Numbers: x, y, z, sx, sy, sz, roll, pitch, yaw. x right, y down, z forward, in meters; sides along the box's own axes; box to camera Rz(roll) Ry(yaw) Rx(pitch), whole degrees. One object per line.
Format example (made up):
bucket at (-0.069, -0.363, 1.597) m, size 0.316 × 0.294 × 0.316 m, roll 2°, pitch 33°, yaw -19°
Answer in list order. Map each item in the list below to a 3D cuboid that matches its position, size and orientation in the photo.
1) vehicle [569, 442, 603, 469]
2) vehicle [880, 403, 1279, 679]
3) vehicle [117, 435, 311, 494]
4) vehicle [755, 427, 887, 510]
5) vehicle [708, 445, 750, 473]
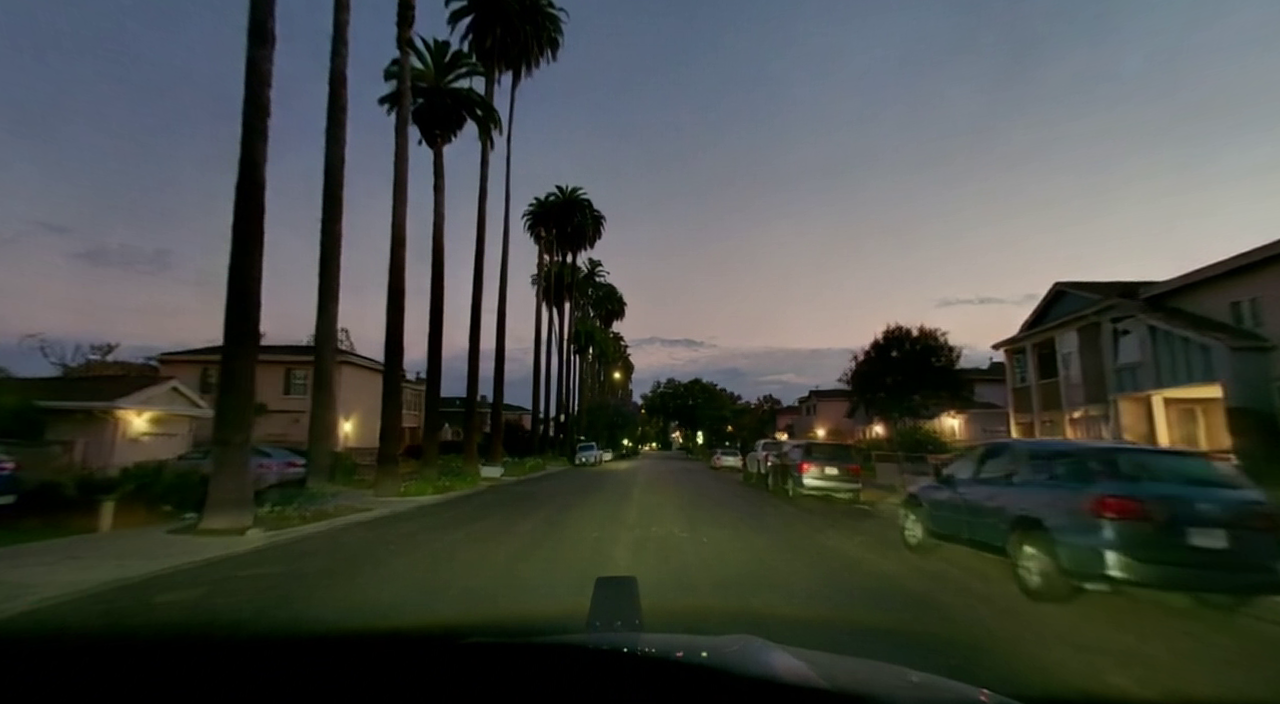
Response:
vehicle at (-3.973, 7.719, 47.316) m, size 2.149 × 1.877 × 5.082 m, roll -2°, pitch -9°, yaw -1°
vehicle at (4.373, 1.588, 6.507) m, size 1.971 × 1.663 × 5.076 m, roll 3°, pitch -9°, yaw 2°
vehicle at (-12.837, 3.386, 19.257) m, size 4.448 × 1.679 × 1.972 m, roll 0°, pitch -9°, yaw 2°
vehicle at (4.525, 3.002, 16.770) m, size 2.166 × 1.766 × 5.186 m, roll 1°, pitch -9°, yaw 2°
vehicle at (5.344, 6.490, 38.500) m, size 2.056 × 1.464 × 4.493 m, roll 3°, pitch -9°, yaw 2°
